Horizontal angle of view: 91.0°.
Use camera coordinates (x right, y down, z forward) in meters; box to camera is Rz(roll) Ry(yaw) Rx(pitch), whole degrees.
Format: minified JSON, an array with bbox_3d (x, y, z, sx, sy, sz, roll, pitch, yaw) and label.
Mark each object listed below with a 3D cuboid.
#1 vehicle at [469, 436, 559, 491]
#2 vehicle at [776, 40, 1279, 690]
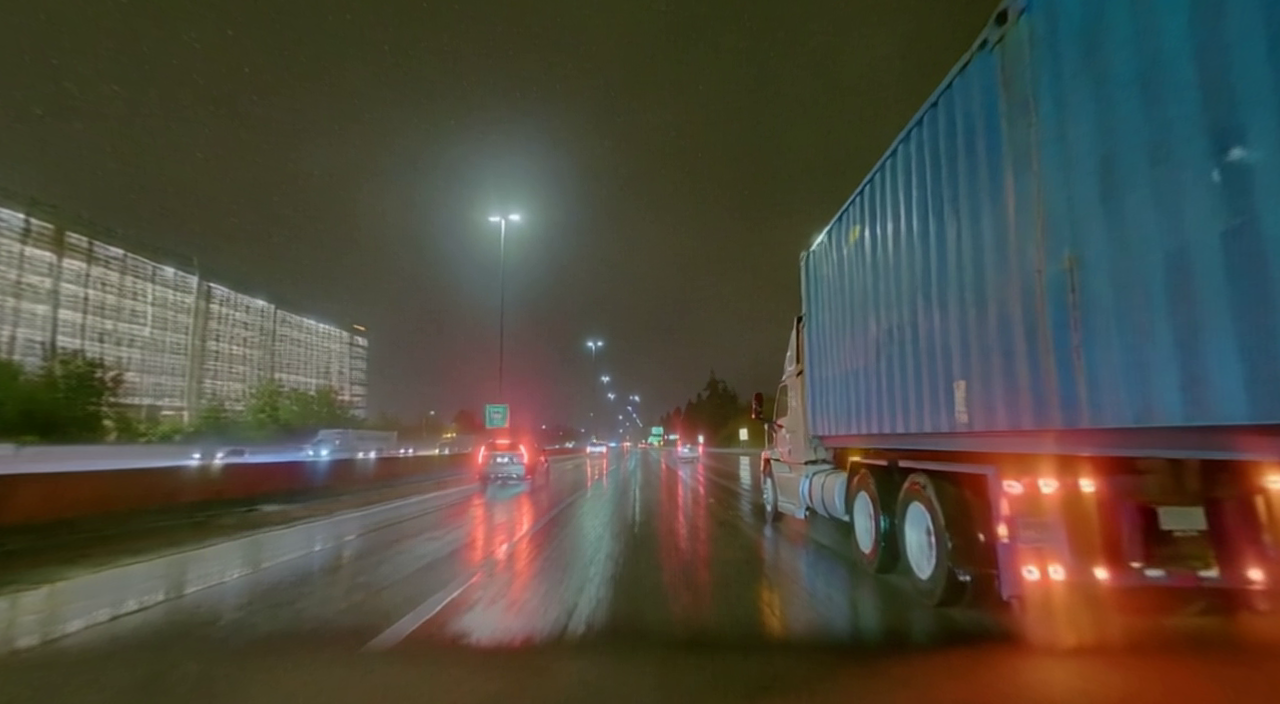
[{"bbox_3d":[-3.783,3.427,19.702,1.954,1.528,4.010,0,-9,0],"label":"vehicle"},{"bbox_3d":[3.684,0.417,6.801,3.089,3.779,6.420,0,-9,2],"label":"vehicle"}]
